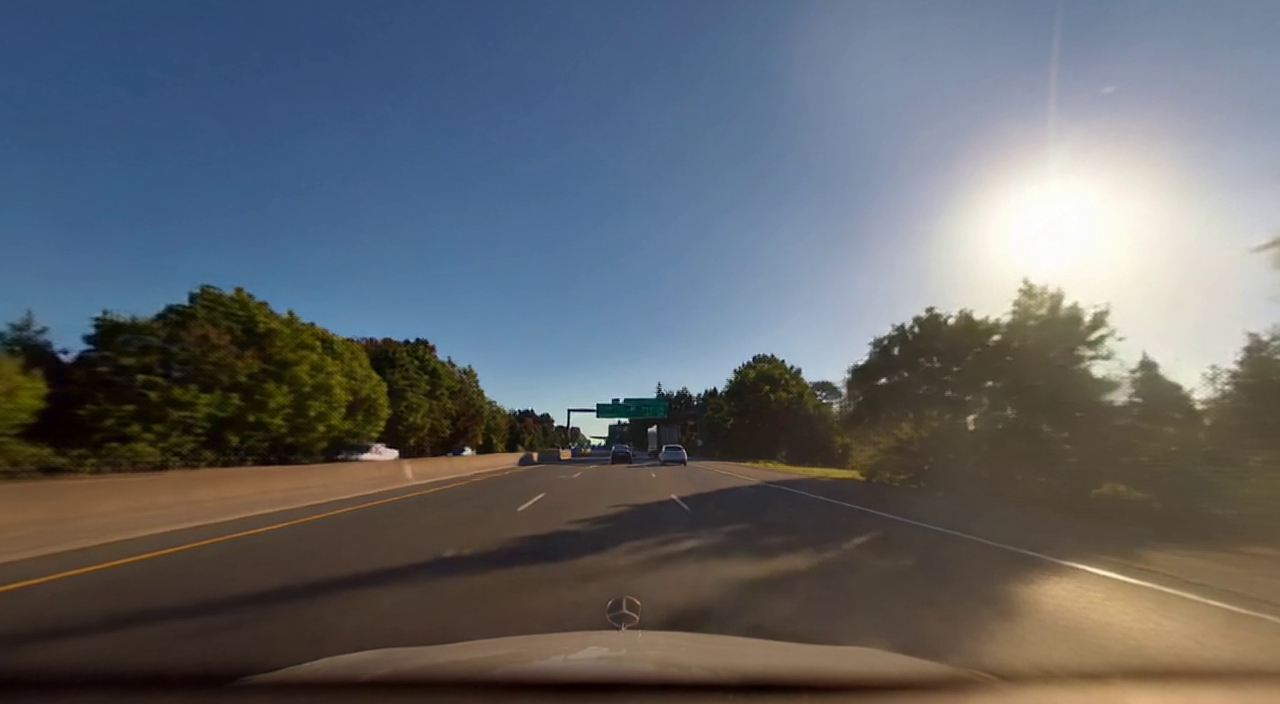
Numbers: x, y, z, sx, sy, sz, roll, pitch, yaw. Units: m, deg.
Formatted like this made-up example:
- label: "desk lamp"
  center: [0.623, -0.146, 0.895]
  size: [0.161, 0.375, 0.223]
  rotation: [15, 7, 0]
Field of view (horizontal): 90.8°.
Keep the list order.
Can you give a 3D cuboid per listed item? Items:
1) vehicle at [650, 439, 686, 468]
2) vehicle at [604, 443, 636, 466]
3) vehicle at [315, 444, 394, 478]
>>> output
- label: "vehicle"
  center: [1.917, 7.115, 44.471]
  size: [2.139, 1.925, 4.312]
  rotation: [0, -9, -3]
- label: "vehicle"
  center: [-1.403, 7.390, 45.540]
  size: [2.173, 1.598, 4.293]
  rotation: [0, -9, -1]
- label: "vehicle"
  center: [-14.470, 5.550, 32.298]
  size: [1.941, 1.588, 4.536]
  rotation: [0, -9, -1]
